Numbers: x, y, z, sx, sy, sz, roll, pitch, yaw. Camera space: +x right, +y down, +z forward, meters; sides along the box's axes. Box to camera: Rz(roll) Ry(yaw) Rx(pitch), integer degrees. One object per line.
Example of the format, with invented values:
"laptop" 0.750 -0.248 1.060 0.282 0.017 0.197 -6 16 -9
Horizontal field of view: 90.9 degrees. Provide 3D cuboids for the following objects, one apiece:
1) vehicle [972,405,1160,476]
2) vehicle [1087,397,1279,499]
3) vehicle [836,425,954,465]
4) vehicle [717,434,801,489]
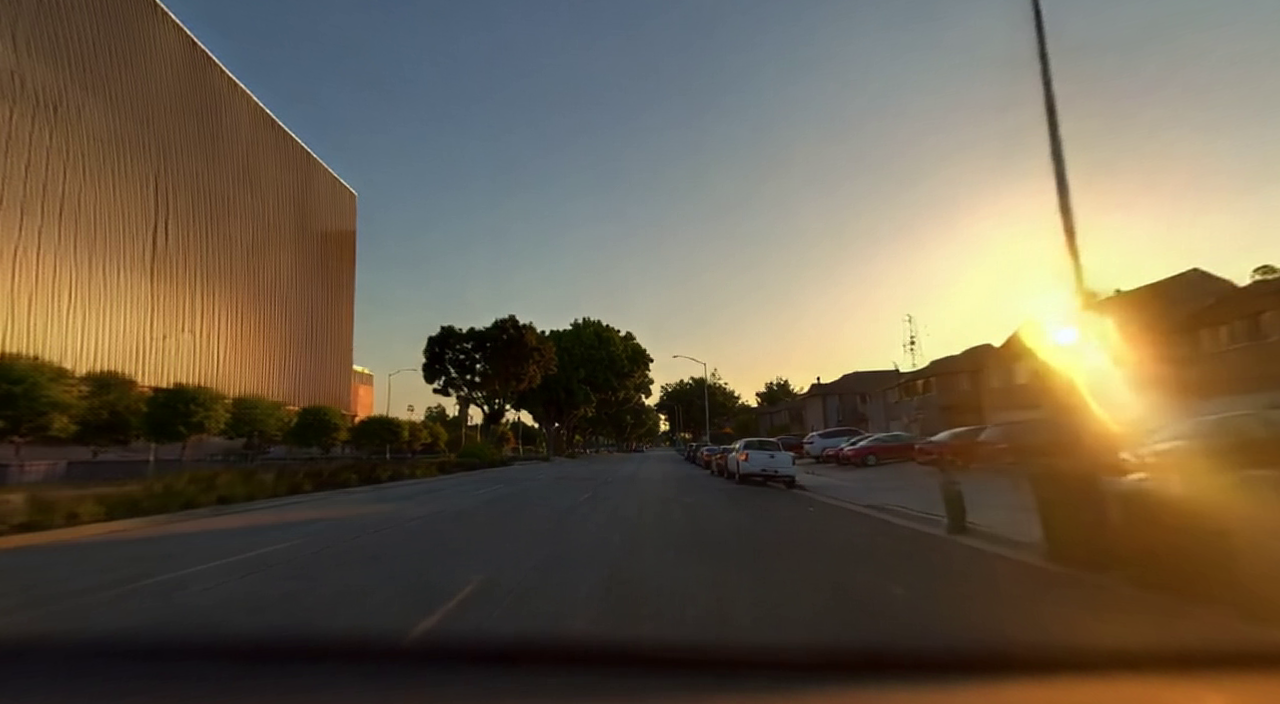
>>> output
"vehicle" 12.495 2.622 18.679 4.067 1.732 1.983 -3 -8 -5
"vehicle" 11.649 1.760 12.217 4.418 1.532 1.889 -6 -10 -3
"vehicle" 12.188 4.502 30.432 4.778 1.520 2.020 -5 -9 7
"vehicle" 4.188 3.938 23.139 2.078 1.771 5.174 0 -8 0
